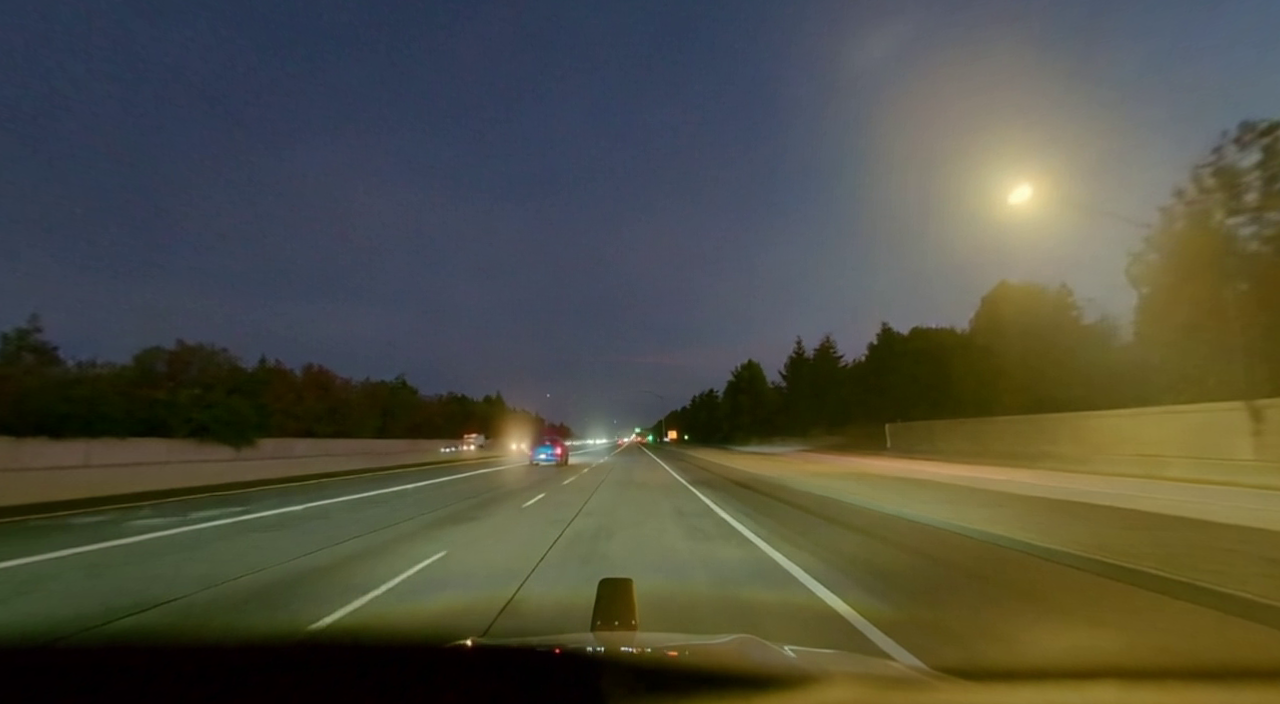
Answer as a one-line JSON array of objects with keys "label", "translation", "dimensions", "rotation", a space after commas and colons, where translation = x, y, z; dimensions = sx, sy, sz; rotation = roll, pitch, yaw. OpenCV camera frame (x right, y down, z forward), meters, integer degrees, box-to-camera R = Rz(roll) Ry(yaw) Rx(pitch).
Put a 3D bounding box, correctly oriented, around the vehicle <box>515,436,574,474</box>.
[{"label": "vehicle", "translation": [-4.461, 4.854, 30.001], "dimensions": [2.129, 1.641, 4.263], "rotation": [0, -8, 0]}]
